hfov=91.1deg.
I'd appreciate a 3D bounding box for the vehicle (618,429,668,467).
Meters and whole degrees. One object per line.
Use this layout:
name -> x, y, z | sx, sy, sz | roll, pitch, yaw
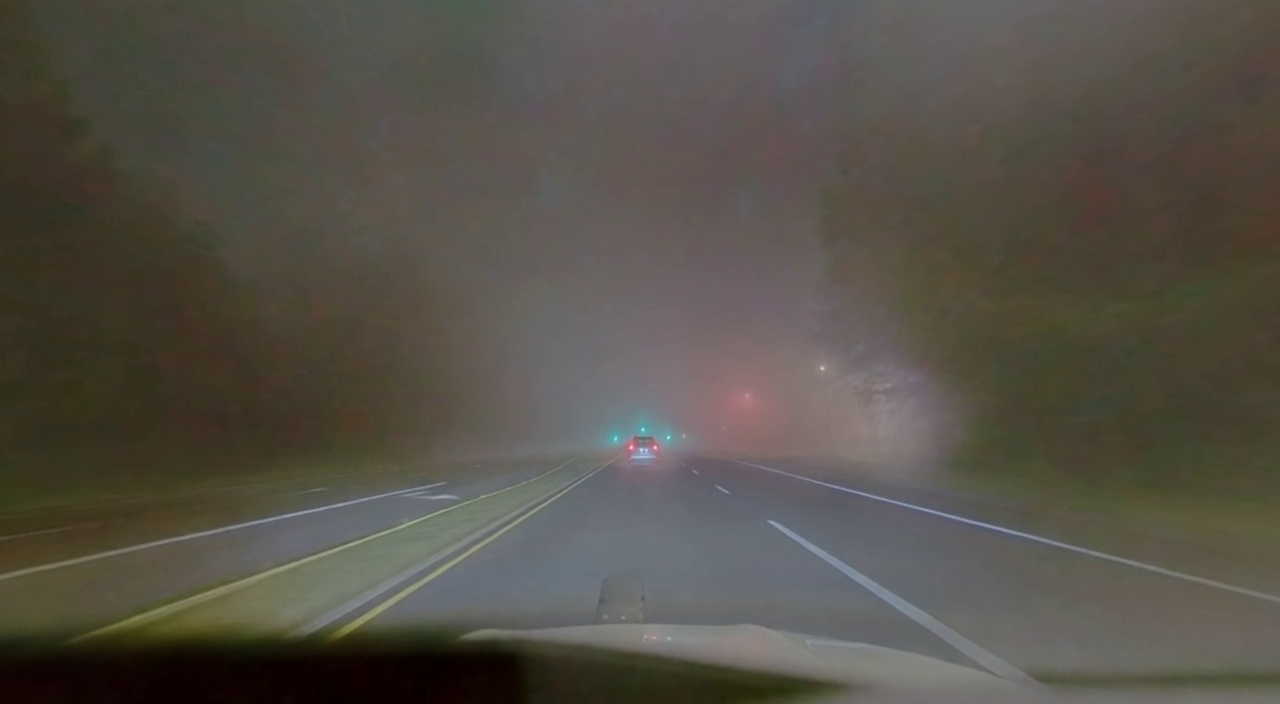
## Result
vehicle -> 0.150, 4.665, 30.639 | 2.256, 1.734, 4.176 | 0, -8, 1
